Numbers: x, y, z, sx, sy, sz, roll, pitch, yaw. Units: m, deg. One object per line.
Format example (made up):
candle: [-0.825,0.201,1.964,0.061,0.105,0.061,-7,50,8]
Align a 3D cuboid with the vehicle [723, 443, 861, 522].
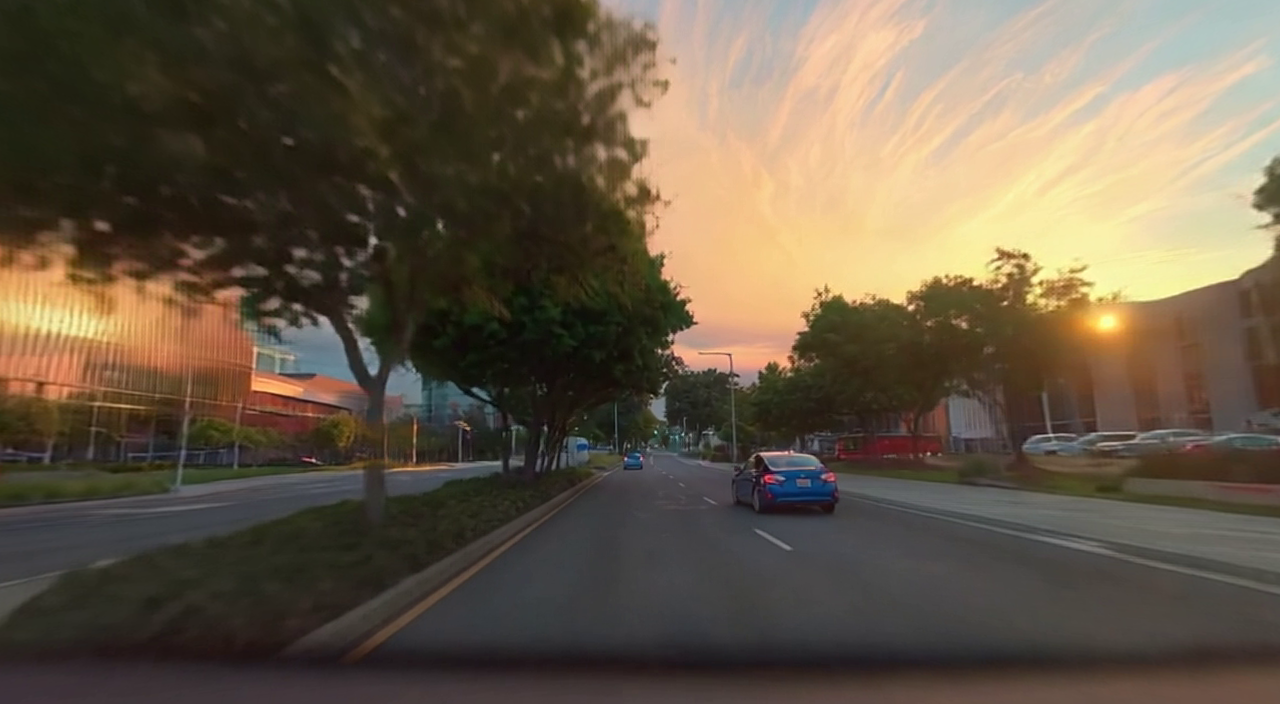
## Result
vehicle: [3.196,2.831,14.195,1.993,1.501,4.127,0,-9,-1]
